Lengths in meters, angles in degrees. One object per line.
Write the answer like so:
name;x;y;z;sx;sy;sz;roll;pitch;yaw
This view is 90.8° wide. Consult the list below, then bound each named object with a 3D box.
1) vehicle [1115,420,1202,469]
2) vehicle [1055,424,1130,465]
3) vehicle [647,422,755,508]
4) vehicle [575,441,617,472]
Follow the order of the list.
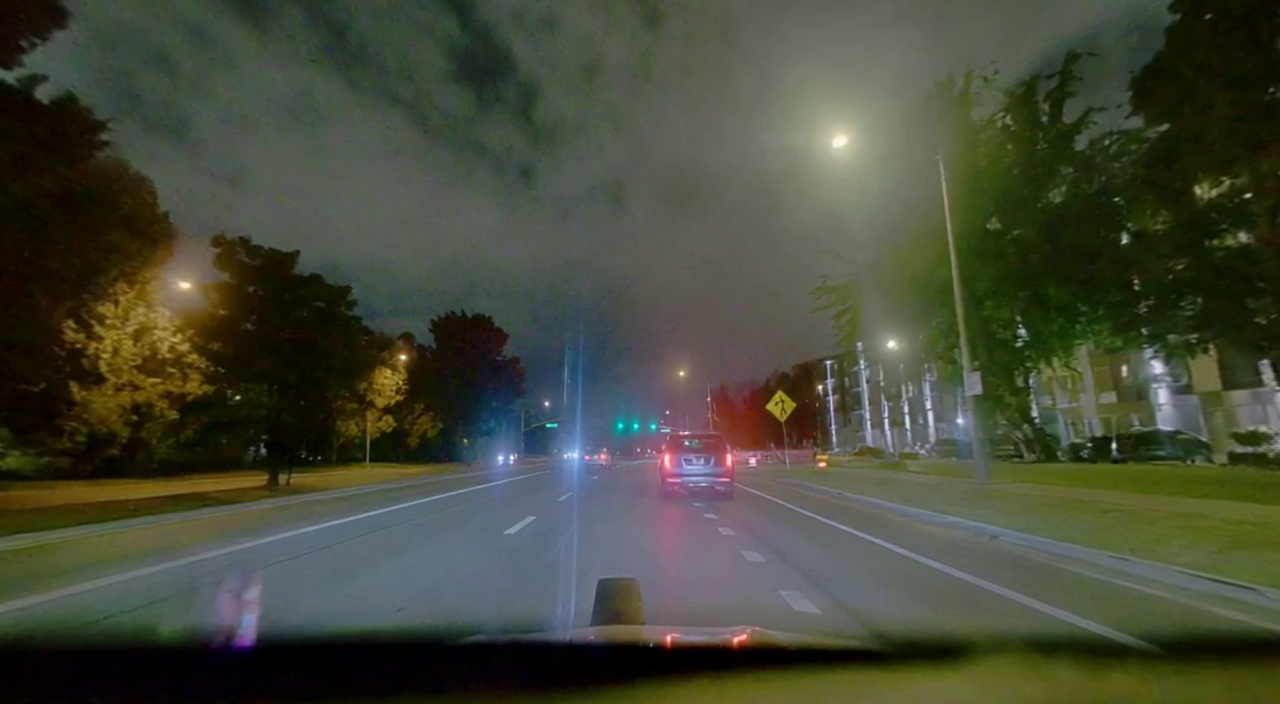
vehicle;20.066;3.563;24.372;4.367;1.684;1.937;8;-11;-44
vehicle;20.475;4.165;28.484;1.960;1.678;4.435;-8;-12;44
vehicle;1.340;2.770;15.921;2.197;1.835;4.316;0;-8;-1
vehicle;-2.499;6.036;36.751;2.121;1.654;3.993;0;-8;1
